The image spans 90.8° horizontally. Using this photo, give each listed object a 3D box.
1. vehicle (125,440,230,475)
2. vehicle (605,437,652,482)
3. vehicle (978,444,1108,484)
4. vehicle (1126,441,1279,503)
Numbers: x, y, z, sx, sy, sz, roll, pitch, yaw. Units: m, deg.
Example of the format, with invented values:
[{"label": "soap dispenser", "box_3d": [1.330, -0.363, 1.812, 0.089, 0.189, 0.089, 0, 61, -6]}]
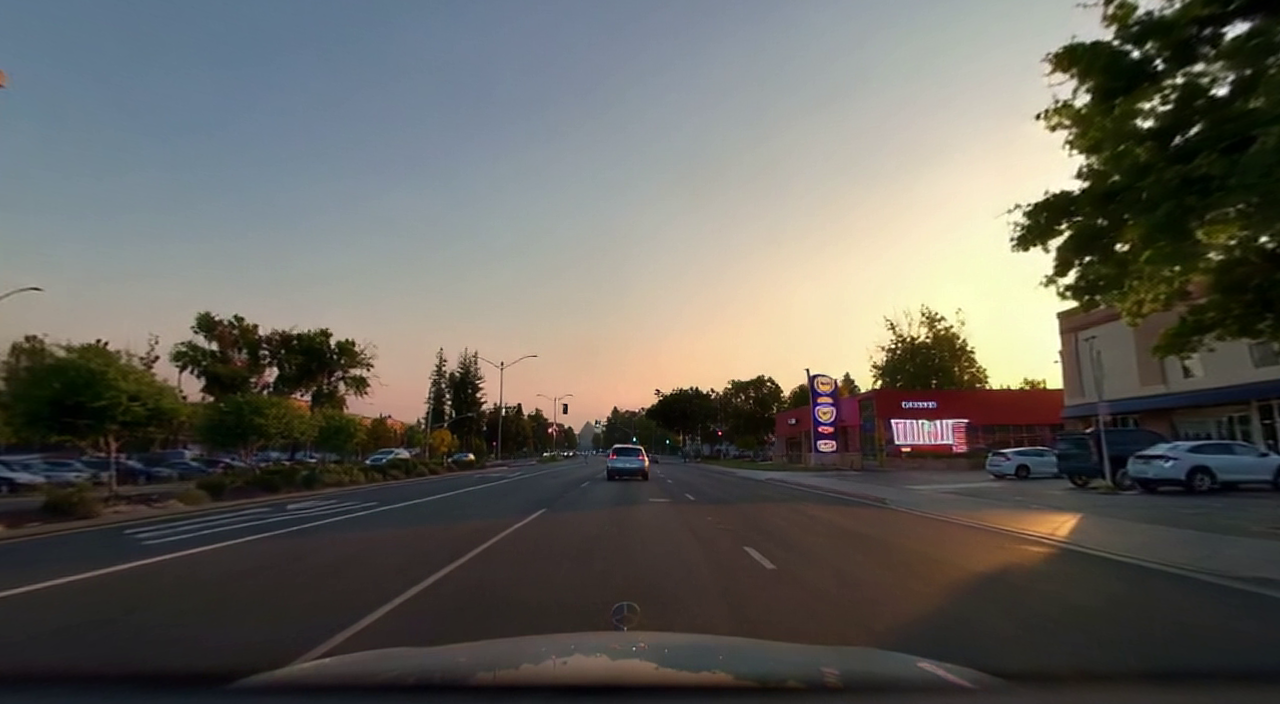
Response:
[{"label": "vehicle", "box_3d": [-32.787, 7.486, 45.079, 5.508, 2.313, 2.818, 5, -9, -28]}, {"label": "vehicle", "box_3d": [-0.519, 5.074, 30.013, 2.096, 1.961, 4.259, 0, -9, 0]}, {"label": "vehicle", "box_3d": [16.355, 4.585, 25.794, 4.026, 1.463, 1.826, -1, -10, -2]}, {"label": "vehicle", "box_3d": [16.456, 3.290, 17.566, 4.290, 1.617, 1.751, 0, -9, 2]}]
